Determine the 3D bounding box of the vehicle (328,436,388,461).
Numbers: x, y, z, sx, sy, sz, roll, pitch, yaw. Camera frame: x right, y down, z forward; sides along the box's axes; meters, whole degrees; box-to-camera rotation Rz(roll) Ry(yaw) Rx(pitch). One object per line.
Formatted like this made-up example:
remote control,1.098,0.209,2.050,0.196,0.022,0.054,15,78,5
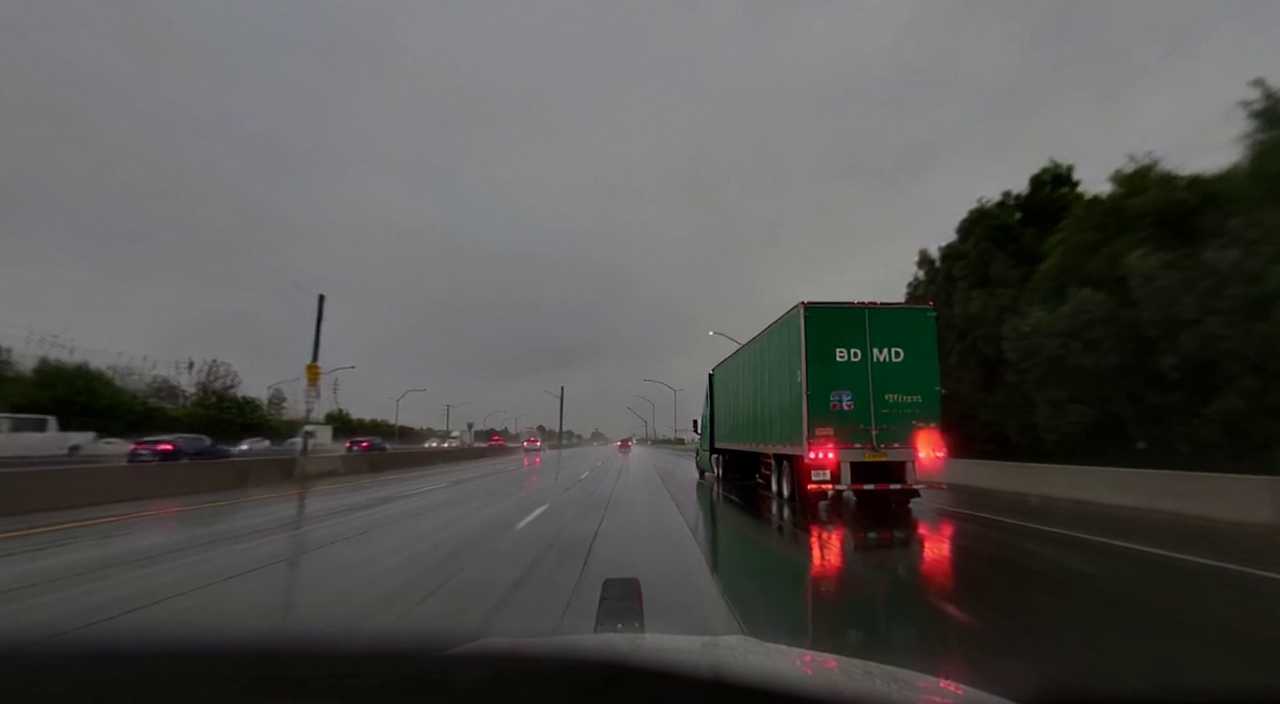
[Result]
vehicle,-18.473,6.362,41.580,1.913,1.540,4.540,0,-8,-1

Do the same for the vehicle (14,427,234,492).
vehicle,-14.731,3.111,18.610,1.970,1.618,5.364,0,-8,0

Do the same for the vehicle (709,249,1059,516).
vehicle,4.361,1.486,16.777,2.891,3.944,15.051,0,-8,-2
